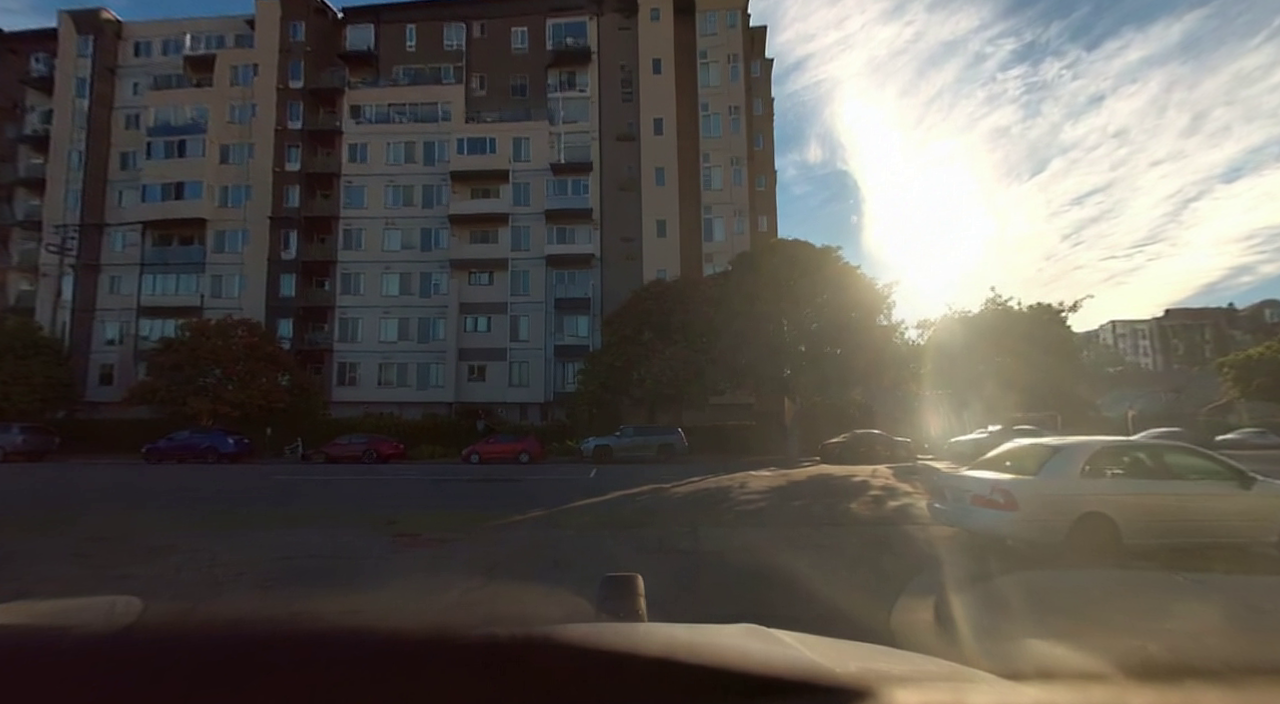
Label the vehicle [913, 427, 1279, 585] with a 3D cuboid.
[{"bbox_3d":[5.945,1.635,7.238,4.714,1.471,1.978,0,-5,1],"label":"vehicle"}]

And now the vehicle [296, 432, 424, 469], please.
[{"bbox_3d":[-11.307,4.015,25.730,4.336,1.438,1.776,0,-8,-3],"label":"vehicle"}]

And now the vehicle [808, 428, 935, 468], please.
[{"bbox_3d":[9.527,3.965,26.211,4.521,1.411,1.726,-2,-7,-4],"label":"vehicle"}]

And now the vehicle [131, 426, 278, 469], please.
[{"bbox_3d":[-17.453,3.837,25.491,4.426,1.641,1.889,0,-8,-4],"label":"vehicle"}]

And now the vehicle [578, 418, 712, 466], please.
[{"bbox_3d":[0.122,3.737,26.051,5.299,1.860,2.098,1,-10,-4],"label":"vehicle"}]

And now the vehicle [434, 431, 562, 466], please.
[{"bbox_3d":[-5.691,3.971,25.795,4.851,1.339,1.785,0,-10,-2],"label":"vehicle"}]
